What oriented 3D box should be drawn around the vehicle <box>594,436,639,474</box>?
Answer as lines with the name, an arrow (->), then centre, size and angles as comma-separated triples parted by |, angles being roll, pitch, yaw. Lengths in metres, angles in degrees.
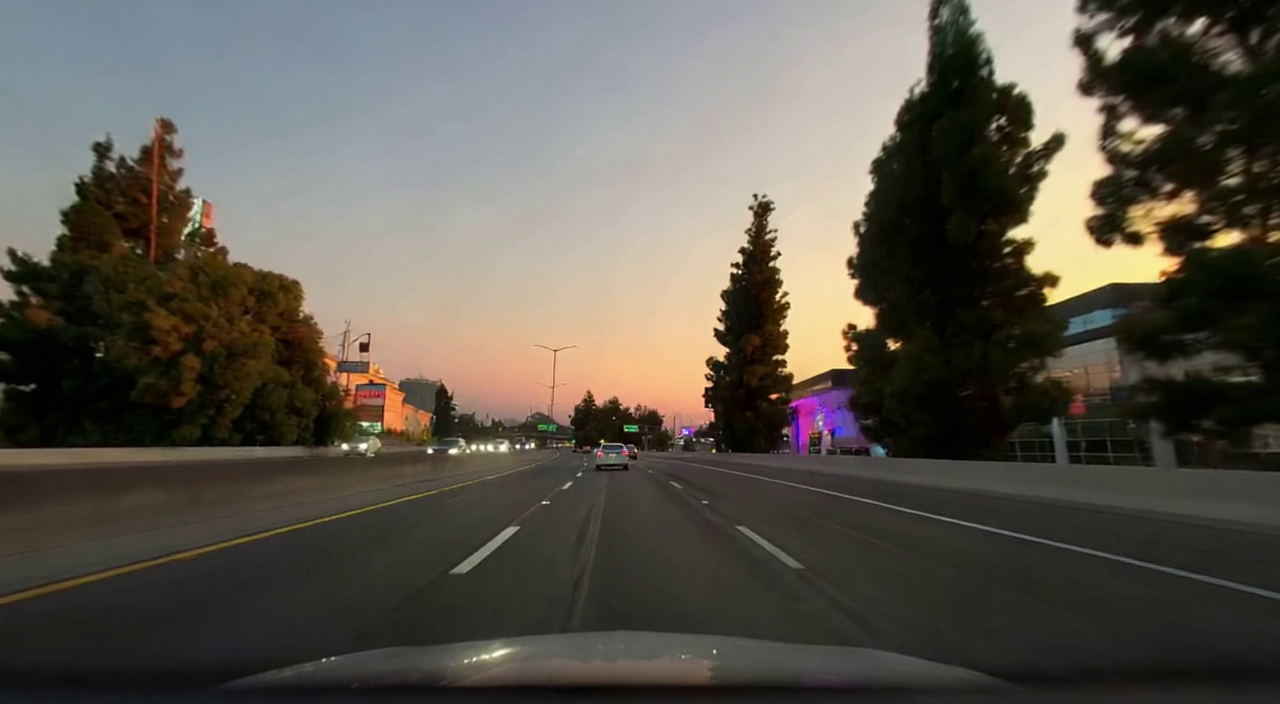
vehicle -> -1.277, 5.385, 33.242 | 2.155, 1.856, 4.796 | 0, -9, -3

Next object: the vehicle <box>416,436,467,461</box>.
vehicle -> -13.215, 6.499, 42.394 | 2.126, 1.572, 4.415 | 0, -9, -2
